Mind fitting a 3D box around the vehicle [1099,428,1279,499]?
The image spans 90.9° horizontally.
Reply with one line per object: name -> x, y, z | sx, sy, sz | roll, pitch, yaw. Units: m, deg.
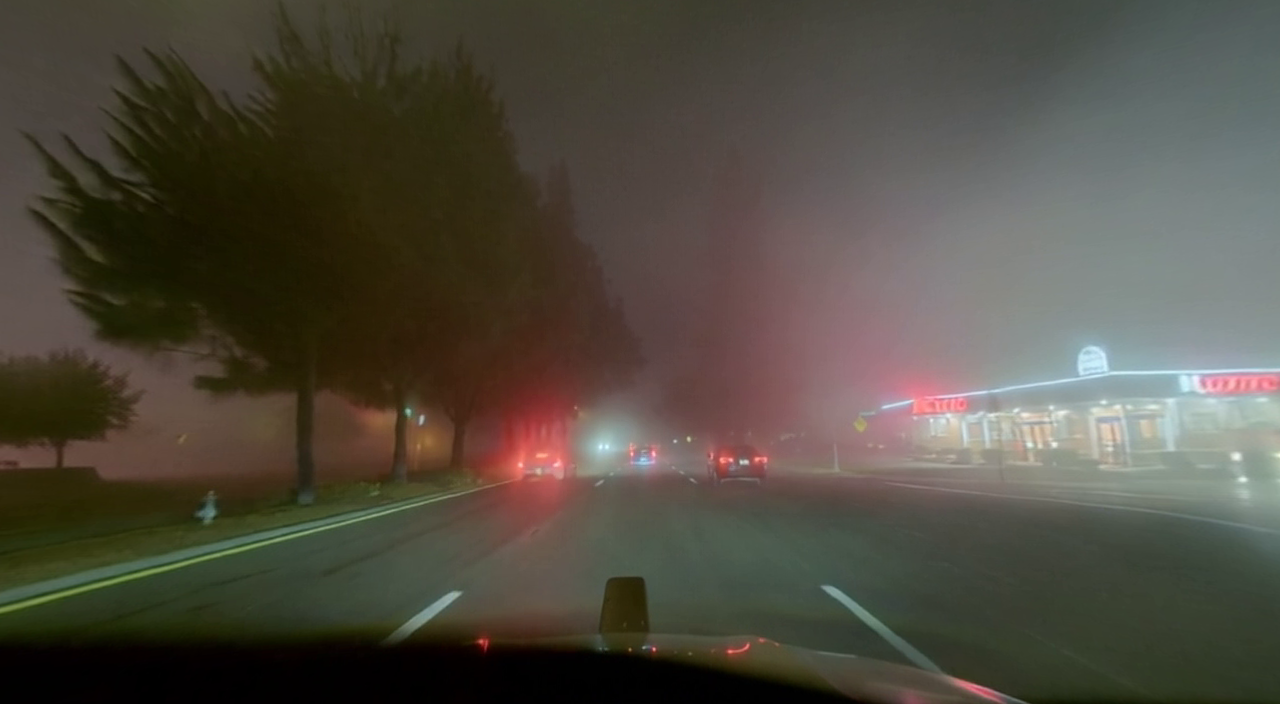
vehicle -> 14.634, 2.740, 15.713 | 4.578, 1.620, 2.047 | -2, -9, 12

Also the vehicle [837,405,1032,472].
vehicle -> 14.853, 4.490, 32.417 | 8.343, 3.028, 3.002 | -2, -9, 3

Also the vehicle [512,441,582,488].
vehicle -> -3.440, 4.244, 24.123 | 1.995, 1.607, 4.086 | 0, -8, 1

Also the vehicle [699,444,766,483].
vehicle -> 3.723, 4.543, 26.141 | 2.012, 1.462, 4.400 | 0, -8, -1

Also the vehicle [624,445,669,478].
vehicle -> 0.282, 5.334, 31.108 | 2.059, 1.477, 4.216 | 0, -8, 0
